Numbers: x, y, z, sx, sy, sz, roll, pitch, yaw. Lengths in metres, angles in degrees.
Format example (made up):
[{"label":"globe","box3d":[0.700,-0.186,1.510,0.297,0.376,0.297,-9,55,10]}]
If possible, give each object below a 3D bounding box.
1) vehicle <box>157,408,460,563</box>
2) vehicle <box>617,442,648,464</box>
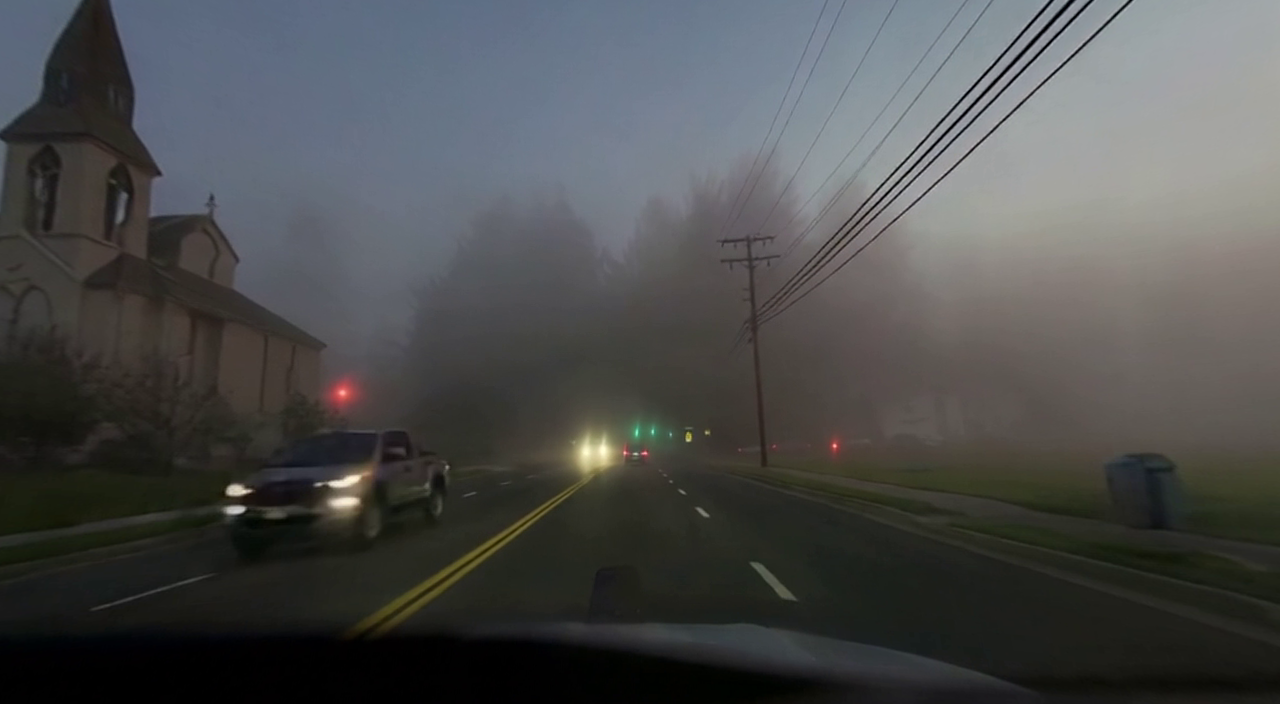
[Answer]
[{"label":"vehicle","box3d":[-4.822,2.025,10.333,2.212,1.906,4.958,0,-9,0]},{"label":"vehicle","box3d":[-0.553,7.223,44.991,2.093,1.497,4.010,0,-9,-1]}]
